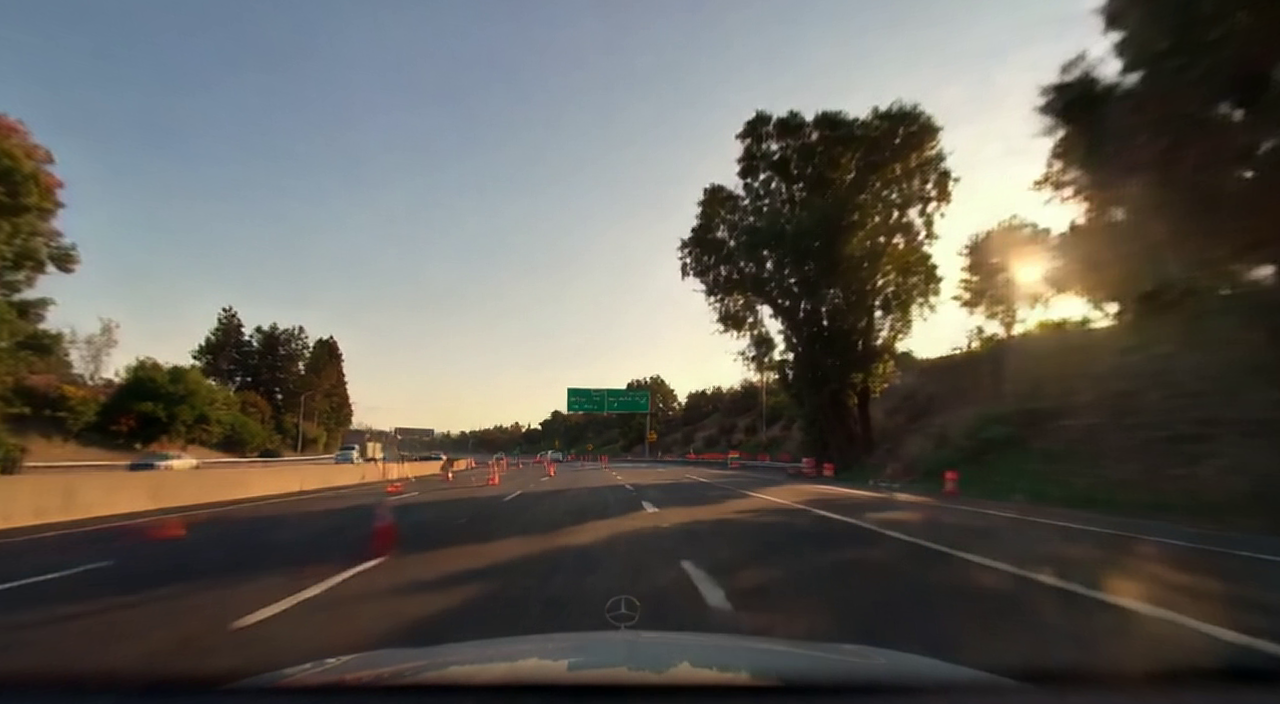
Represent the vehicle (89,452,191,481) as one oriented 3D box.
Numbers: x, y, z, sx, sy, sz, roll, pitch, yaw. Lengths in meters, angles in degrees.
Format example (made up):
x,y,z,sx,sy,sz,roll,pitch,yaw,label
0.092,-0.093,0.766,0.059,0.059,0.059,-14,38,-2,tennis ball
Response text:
x,y,z,sx,sy,sz,roll,pitch,yaw,label
-28.414,6.499,36.031,2.148,1.505,4.735,0,-9,-4,vehicle
